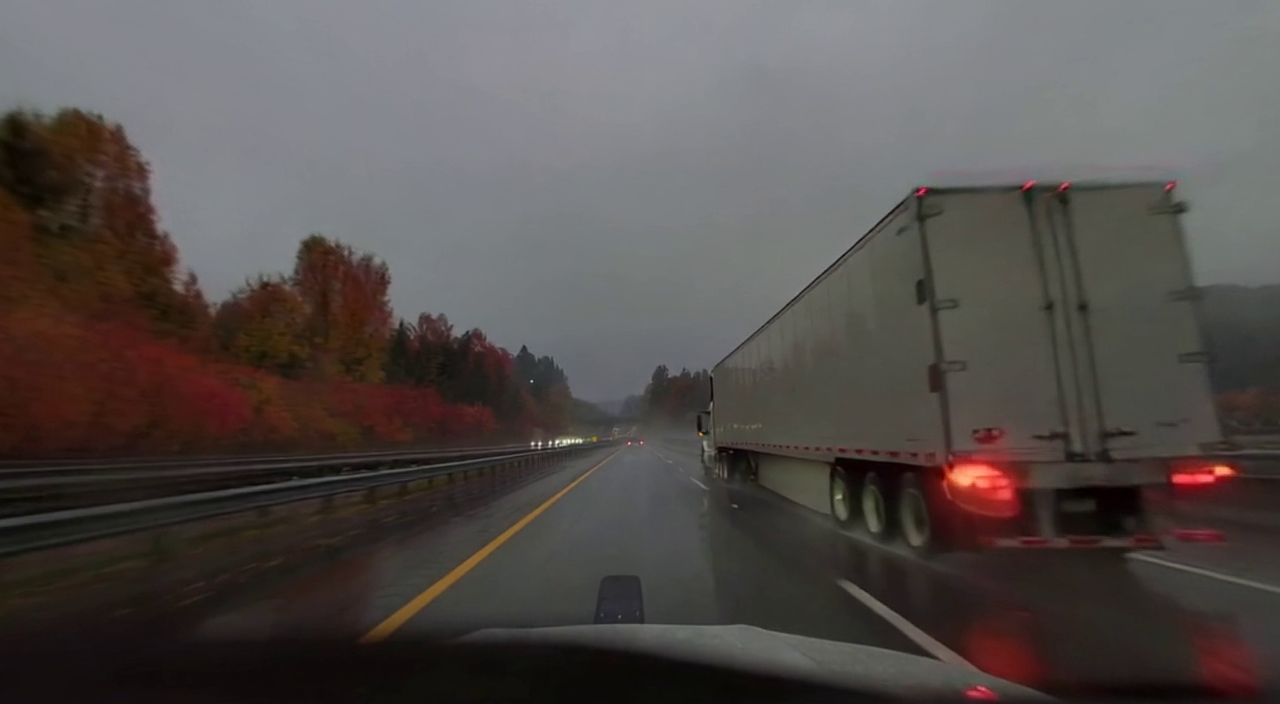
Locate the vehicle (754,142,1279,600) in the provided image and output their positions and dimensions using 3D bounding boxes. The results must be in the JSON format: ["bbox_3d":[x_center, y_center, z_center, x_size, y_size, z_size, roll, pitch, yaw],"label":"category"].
[{"bbox_3d":[4.357,0.674,9.676,3.348,3.847,8.908,0,-8,-1],"label":"vehicle"}]
